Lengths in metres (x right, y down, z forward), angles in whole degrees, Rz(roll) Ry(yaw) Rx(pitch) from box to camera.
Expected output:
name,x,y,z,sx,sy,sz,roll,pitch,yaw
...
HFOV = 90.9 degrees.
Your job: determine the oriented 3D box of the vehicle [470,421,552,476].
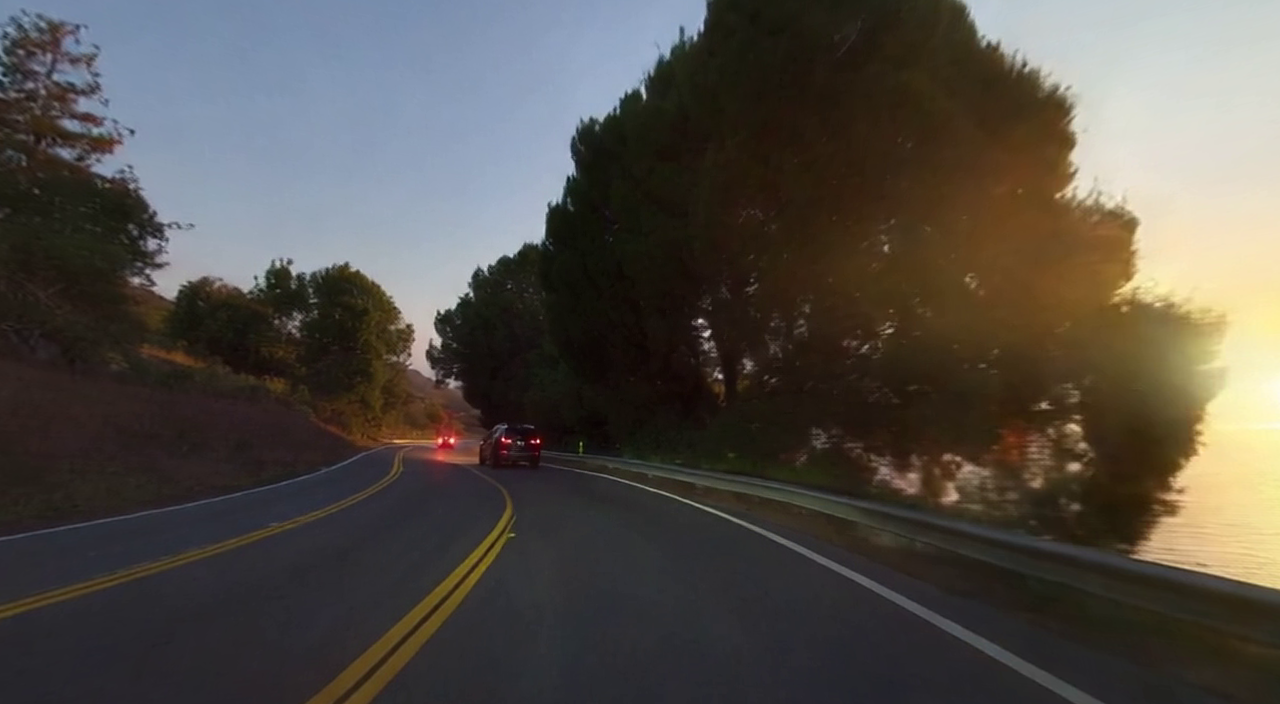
name,x,y,z,sx,sy,sz,roll,pitch,yaw
vehicle,-5.435,3.934,25.880,2.500,1.961,5.637,3,-9,-19
